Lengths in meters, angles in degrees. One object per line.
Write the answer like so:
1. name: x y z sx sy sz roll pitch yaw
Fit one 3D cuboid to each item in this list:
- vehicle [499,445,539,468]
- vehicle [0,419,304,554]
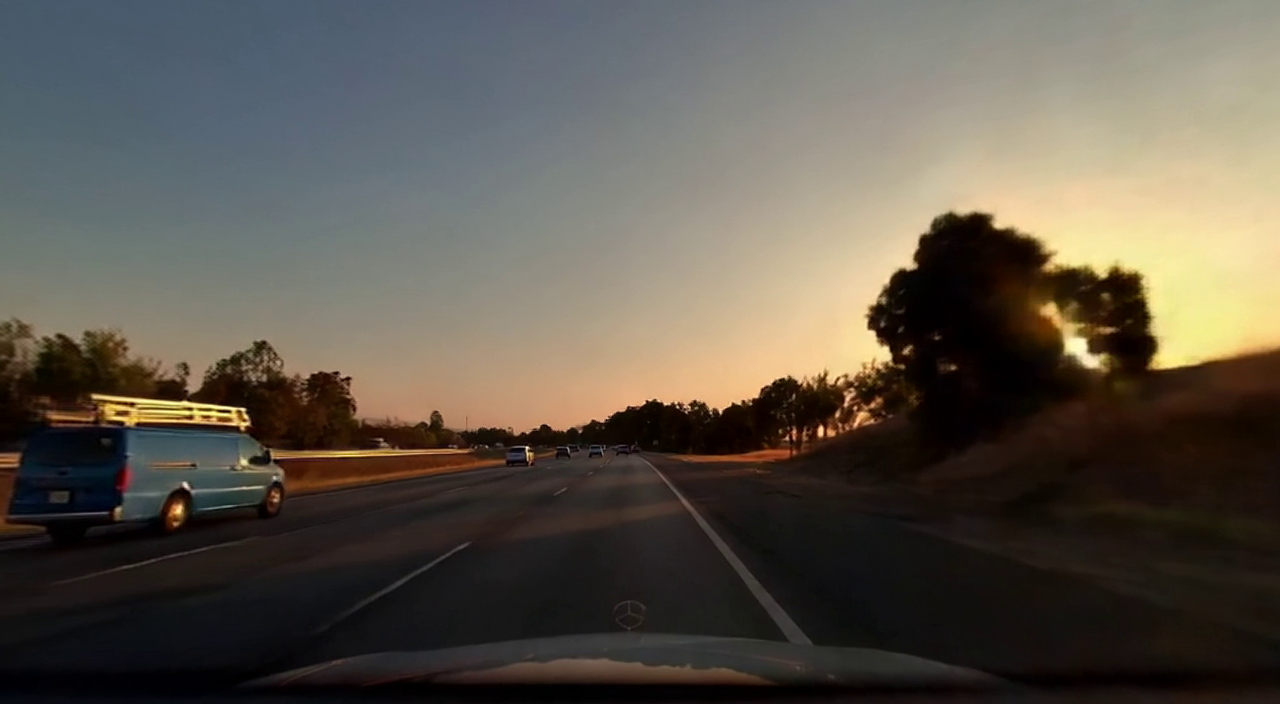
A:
1. vehicle: -8.395 7.298 44.239 1.958 1.499 4.437 0 -9 0
2. vehicle: -8.106 2.138 10.757 2.093 1.752 4.771 0 -9 0
